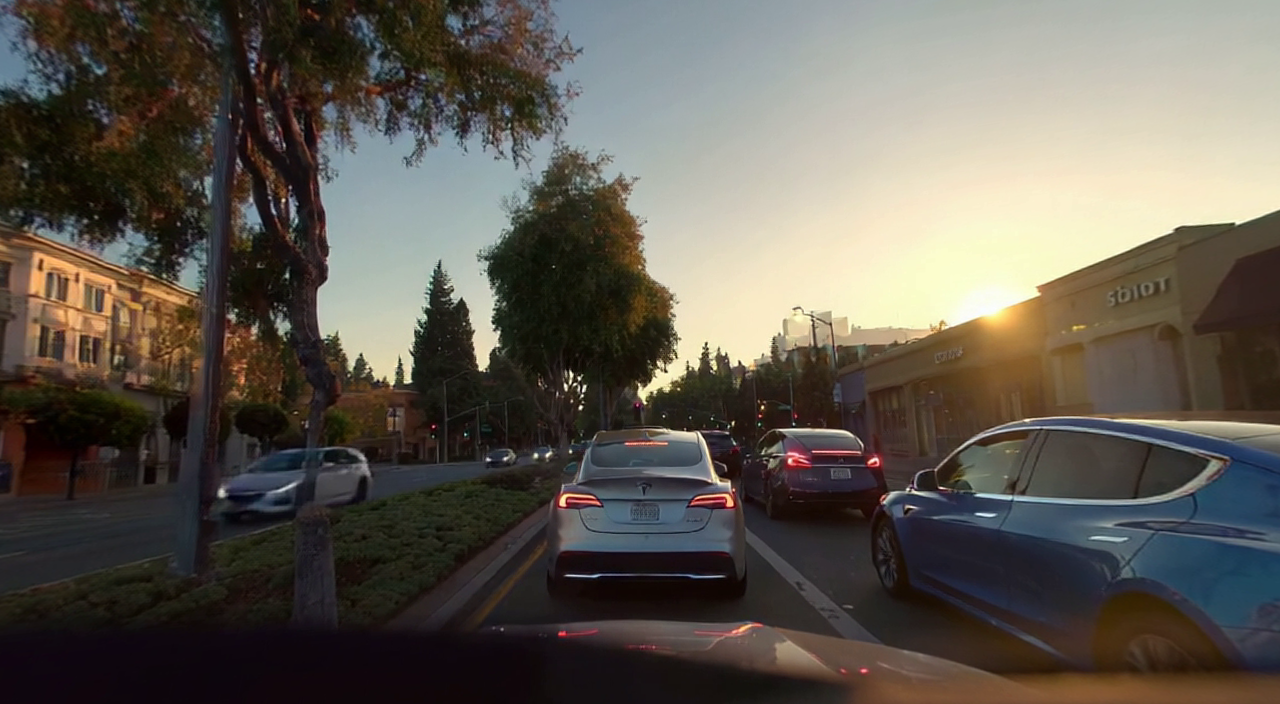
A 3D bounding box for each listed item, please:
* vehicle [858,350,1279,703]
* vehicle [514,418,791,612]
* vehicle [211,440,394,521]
[{"bbox_3d":[3.194,1.092,3.966,2.038,1.651,4.455,0,-8,0],"label":"vehicle"},{"bbox_3d":[0.108,1.555,6.916,2.137,1.488,3.938,0,-8,0],"label":"vehicle"},{"bbox_3d":[-7.875,2.995,15.313,1.999,1.662,4.291,0,-8,1],"label":"vehicle"}]
